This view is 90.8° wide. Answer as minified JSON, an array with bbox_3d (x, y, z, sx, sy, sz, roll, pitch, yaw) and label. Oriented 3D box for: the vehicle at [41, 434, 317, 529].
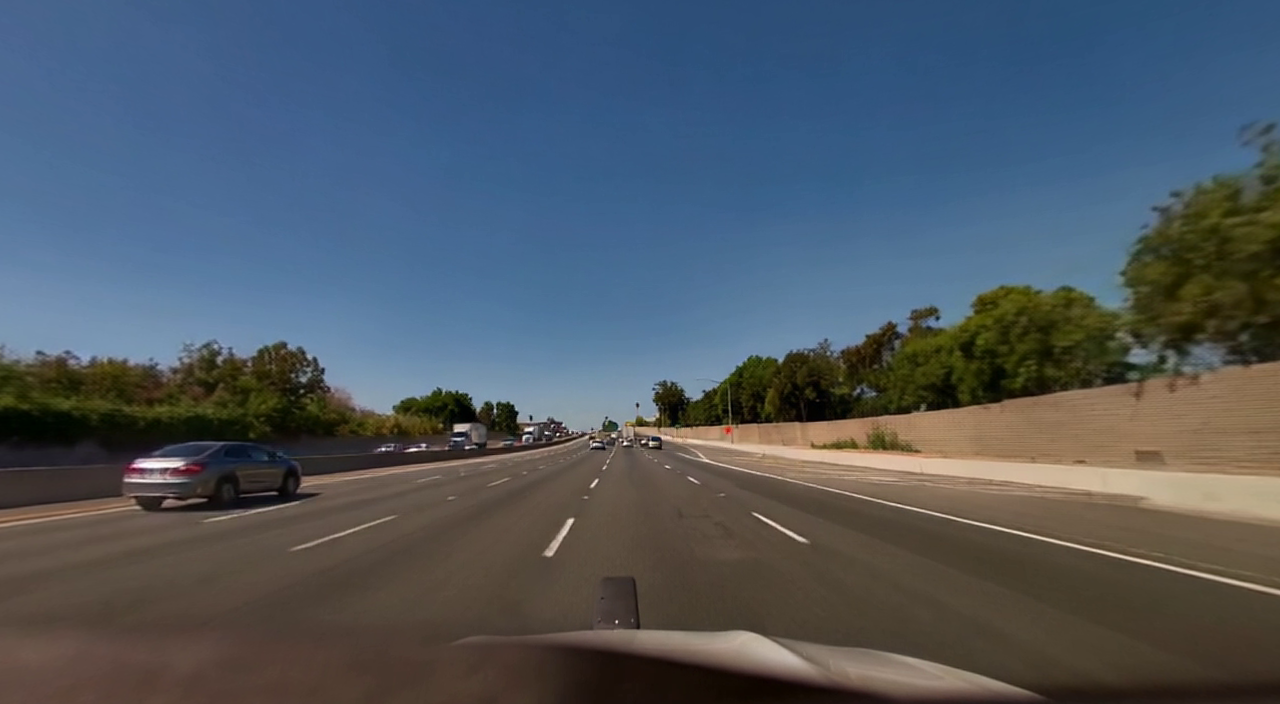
[{"bbox_3d":[-8.599,2.428,12.483,2.060,1.507,4.494,0,-9,0],"label":"vehicle"}]
